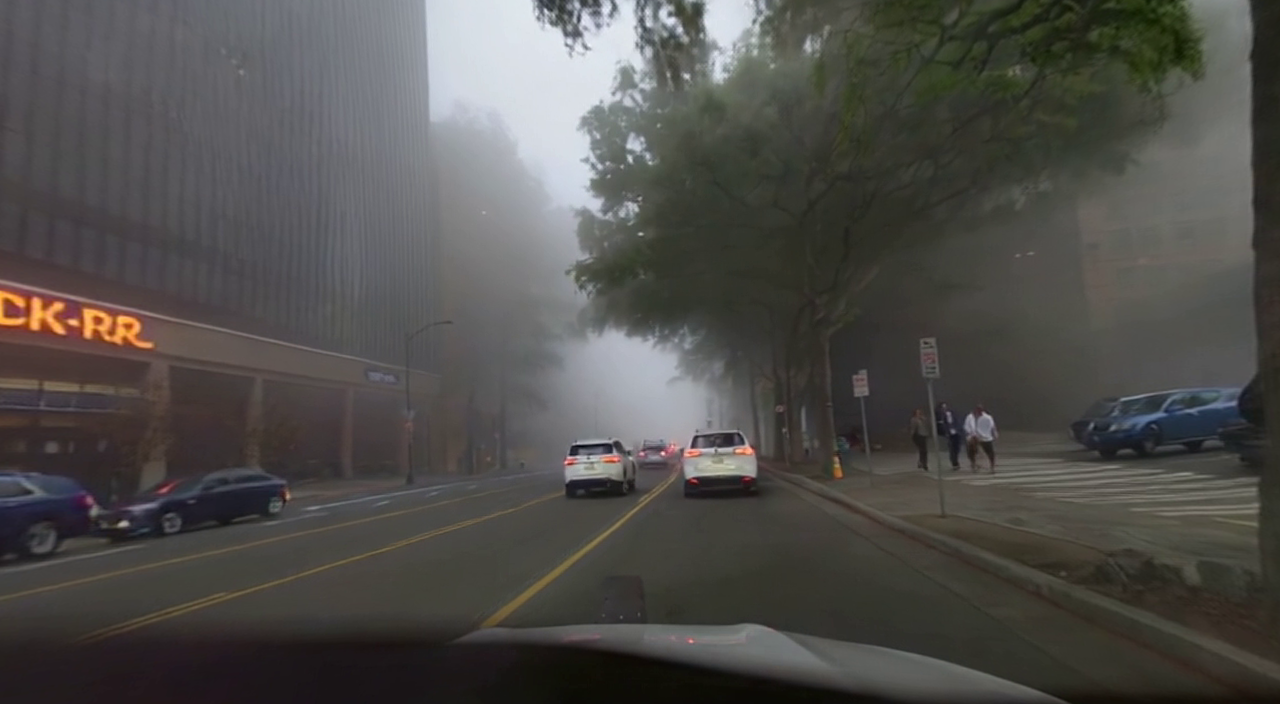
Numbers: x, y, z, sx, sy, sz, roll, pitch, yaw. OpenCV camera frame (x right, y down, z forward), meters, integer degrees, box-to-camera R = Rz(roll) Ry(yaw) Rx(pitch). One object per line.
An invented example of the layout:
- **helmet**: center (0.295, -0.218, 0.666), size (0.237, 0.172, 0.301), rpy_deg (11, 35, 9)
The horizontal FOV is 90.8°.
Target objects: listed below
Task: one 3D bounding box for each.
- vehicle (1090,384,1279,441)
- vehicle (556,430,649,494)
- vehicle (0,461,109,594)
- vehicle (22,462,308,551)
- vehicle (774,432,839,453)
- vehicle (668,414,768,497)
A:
- **vehicle**: center (14.716, 1.632, 16.687), size (4.189, 1.395, 1.725), rpy_deg (-1, -8, 7)
- **vehicle**: center (-1.012, 3.303, 19.323), size (2.023, 1.702, 4.152), rpy_deg (-1, -9, 8)
- **vehicle**: center (-8.527, 1.945, 6.521), size (1.857, 1.507, 4.504), rpy_deg (-1, -8, 7)
- **vehicle**: center (-10.534, 3.409, 14.784), size (2.103, 1.514, 5.374), rpy_deg (-1, -8, 7)
- **vehicle**: center (12.549, 6.853, 47.872), size (4.426, 1.490, 1.862), rpy_deg (-1, -8, 4)
- **vehicle**: center (2.110, 2.840, 17.584), size (2.352, 1.953, 4.796), rpy_deg (-1, -8, 6)
